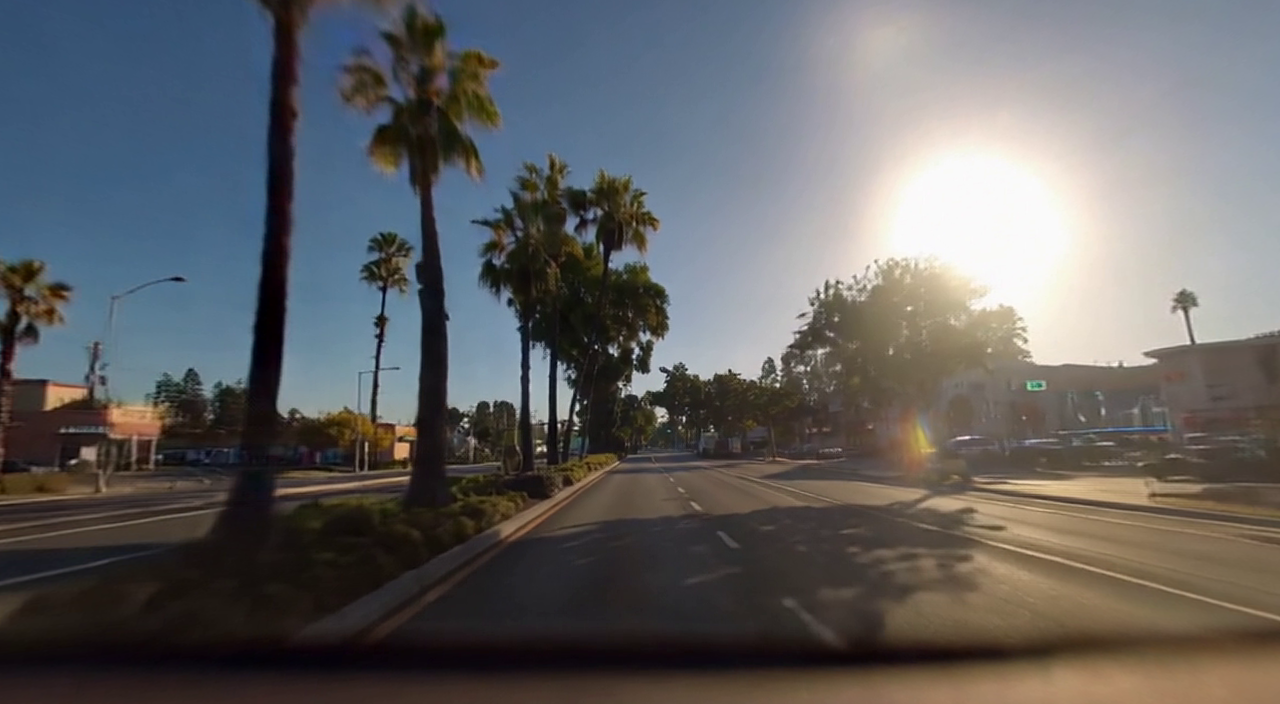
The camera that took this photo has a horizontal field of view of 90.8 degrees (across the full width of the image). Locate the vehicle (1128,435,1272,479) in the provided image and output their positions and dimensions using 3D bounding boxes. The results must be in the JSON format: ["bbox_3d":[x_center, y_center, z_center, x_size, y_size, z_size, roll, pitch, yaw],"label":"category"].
[{"bbox_3d":[20.602,3.859,23.362,3.576,1.443,1.822,-2,-8,-2],"label":"vehicle"}]

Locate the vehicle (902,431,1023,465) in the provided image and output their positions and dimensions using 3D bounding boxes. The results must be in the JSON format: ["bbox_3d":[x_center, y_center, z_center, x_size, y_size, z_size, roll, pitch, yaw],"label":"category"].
[{"bbox_3d":[21.527,6.411,42.408,6.489,2.179,2.882,0,-8,-2],"label":"vehicle"}]
